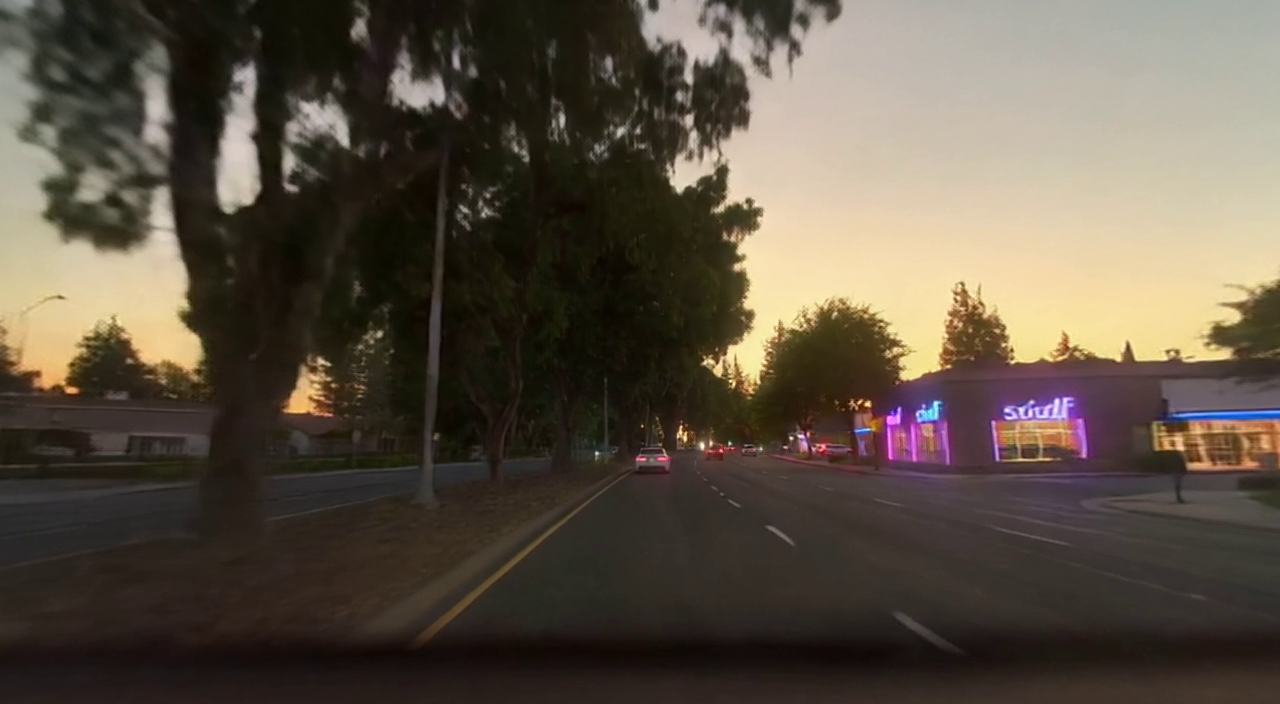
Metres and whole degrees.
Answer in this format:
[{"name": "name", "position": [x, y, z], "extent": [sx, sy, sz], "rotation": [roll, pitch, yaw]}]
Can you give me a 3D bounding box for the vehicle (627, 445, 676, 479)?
[{"name": "vehicle", "position": [0.607, 5.029, 29.244], "extent": [2.095, 1.456, 3.873], "rotation": [-1, -8, 4]}]
